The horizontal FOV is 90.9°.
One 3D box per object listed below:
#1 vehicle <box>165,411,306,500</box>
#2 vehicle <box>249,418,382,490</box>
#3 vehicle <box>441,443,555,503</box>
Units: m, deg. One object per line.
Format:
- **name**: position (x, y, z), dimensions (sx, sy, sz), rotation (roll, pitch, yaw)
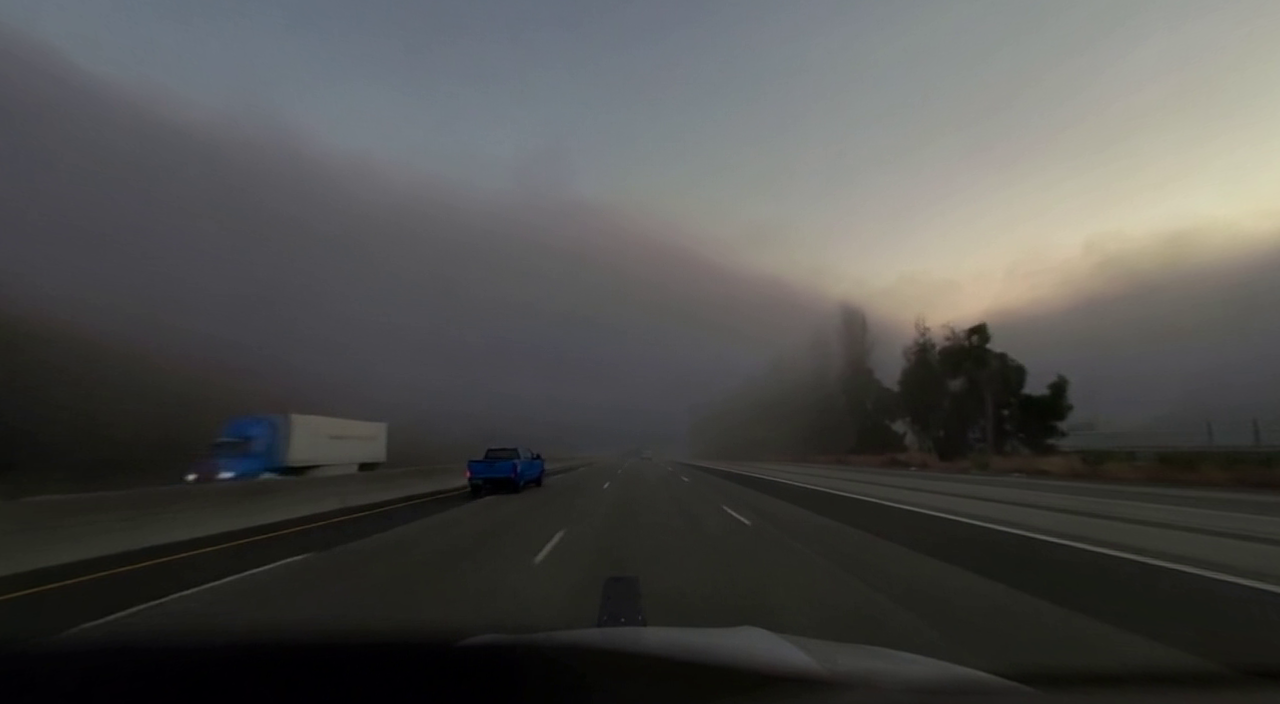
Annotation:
- **vehicle**: position (-19.971, 5.182, 31.671), dimensions (2.981, 3.978, 5.949), rotation (0, -9, -1)
- **vehicle**: position (-16.176, 5.199, 32.190), dimensions (2.671, 3.197, 7.582), rotation (0, -9, 0)
- **vehicle**: position (-4.022, 3.541, 18.969), dimensions (2.128, 1.521, 5.409), rotation (0, -9, 1)
